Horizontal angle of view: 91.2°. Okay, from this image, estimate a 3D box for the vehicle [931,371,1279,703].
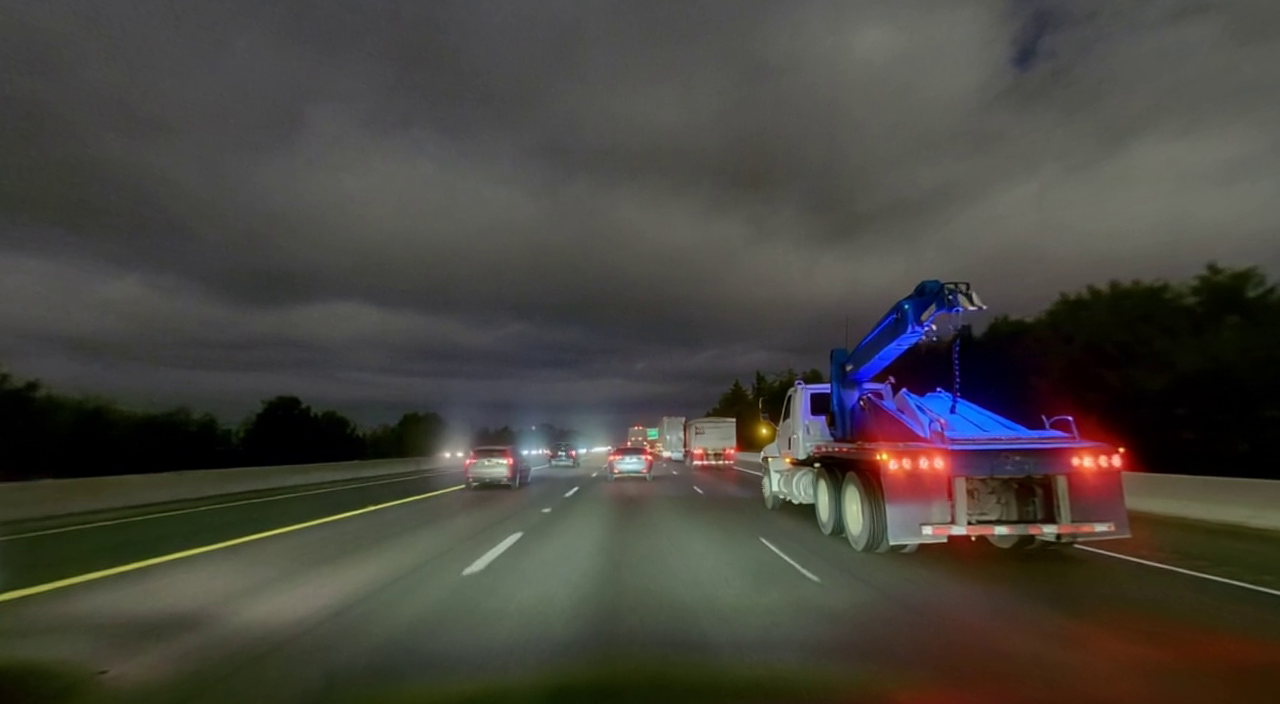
[{"bbox_3d":[3.930,0.900,2.597,2.599,1.631,5.693,0,-9,-1],"label":"vehicle"}]

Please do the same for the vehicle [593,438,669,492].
[{"bbox_3d":[-0.305,3.507,19.716,2.150,1.498,3.988,0,-9,-1],"label":"vehicle"}]

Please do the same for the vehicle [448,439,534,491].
[{"bbox_3d":[-4.806,3.711,20.815,1.858,1.527,3.974,0,-9,0],"label":"vehicle"}]

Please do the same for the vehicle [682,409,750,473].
[{"bbox_3d":[3.648,4.541,31.759,2.416,2.829,7.016,0,-9,-1],"label":"vehicle"}]

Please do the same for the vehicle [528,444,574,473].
[{"bbox_3d":[-4.923,5.973,35.323,1.924,1.481,4.264,0,-9,1],"label":"vehicle"}]

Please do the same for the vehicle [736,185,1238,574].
[{"bbox_3d":[3.753,0.815,9.985,2.975,3.618,8.456,0,-9,-1],"label":"vehicle"}]
